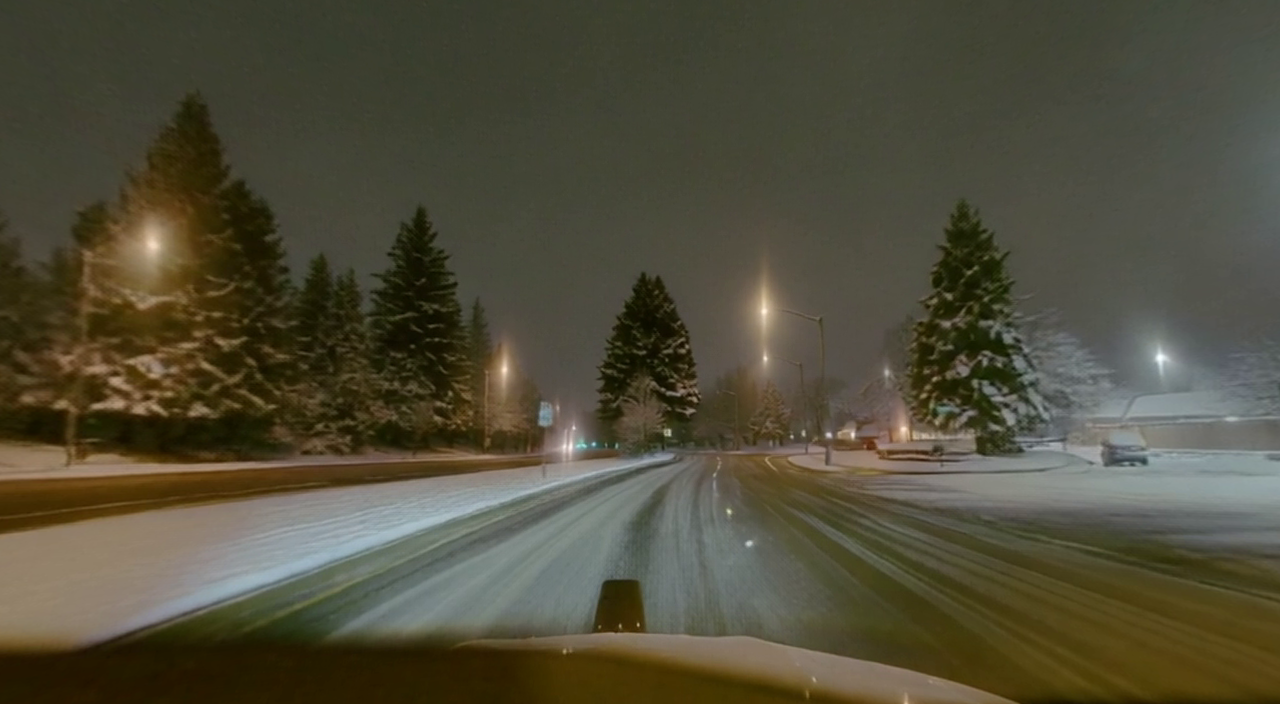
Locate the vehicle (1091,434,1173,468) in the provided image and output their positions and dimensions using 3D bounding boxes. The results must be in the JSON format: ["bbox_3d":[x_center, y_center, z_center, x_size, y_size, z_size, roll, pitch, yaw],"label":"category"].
[{"bbox_3d":[23.816,4.776,30.415,4.456,1.489,1.963,7,-11,-37],"label":"vehicle"}]
